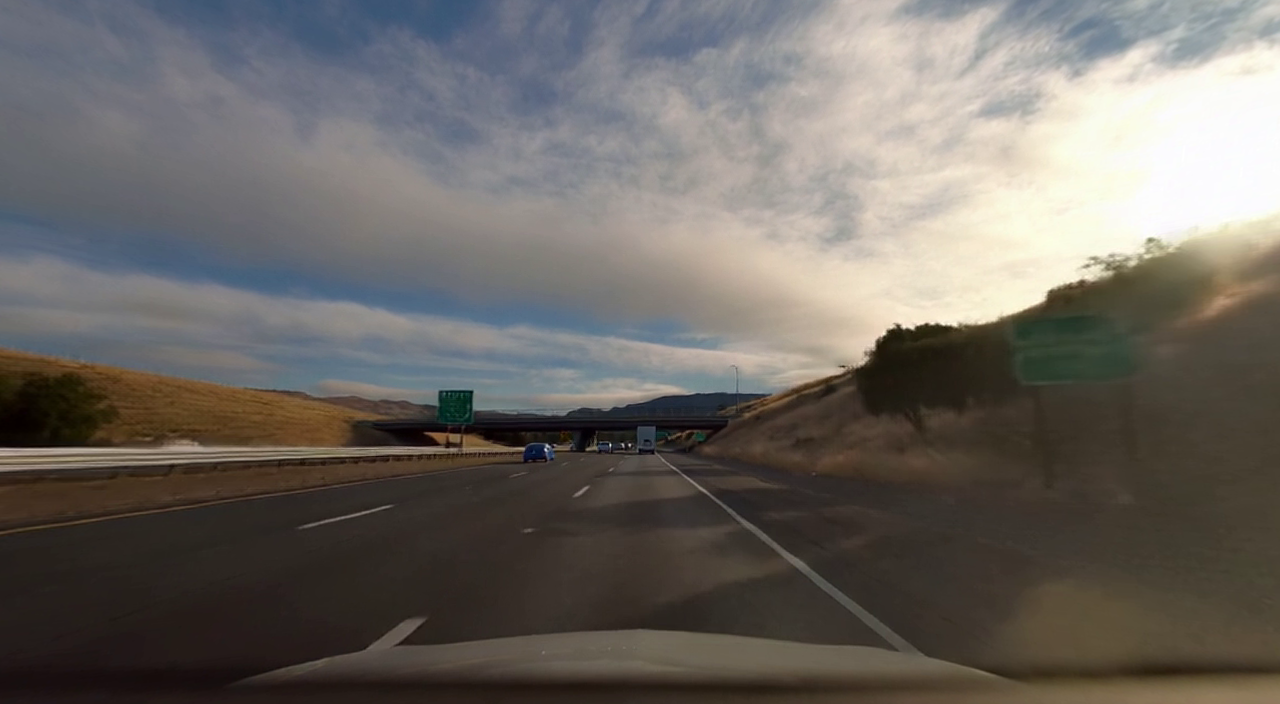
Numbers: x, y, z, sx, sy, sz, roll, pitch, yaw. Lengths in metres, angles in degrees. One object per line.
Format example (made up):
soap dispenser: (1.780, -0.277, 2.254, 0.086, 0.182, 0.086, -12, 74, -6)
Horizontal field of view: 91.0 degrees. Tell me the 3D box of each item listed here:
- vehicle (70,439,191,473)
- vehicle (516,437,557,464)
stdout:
vehicle: (-31.938, 6.522, 39.825, 2.433, 1.916, 6.183, 0, -8, 0)
vehicle: (-7.075, 6.811, 43.498, 2.070, 1.738, 4.733, 0, -8, 0)
